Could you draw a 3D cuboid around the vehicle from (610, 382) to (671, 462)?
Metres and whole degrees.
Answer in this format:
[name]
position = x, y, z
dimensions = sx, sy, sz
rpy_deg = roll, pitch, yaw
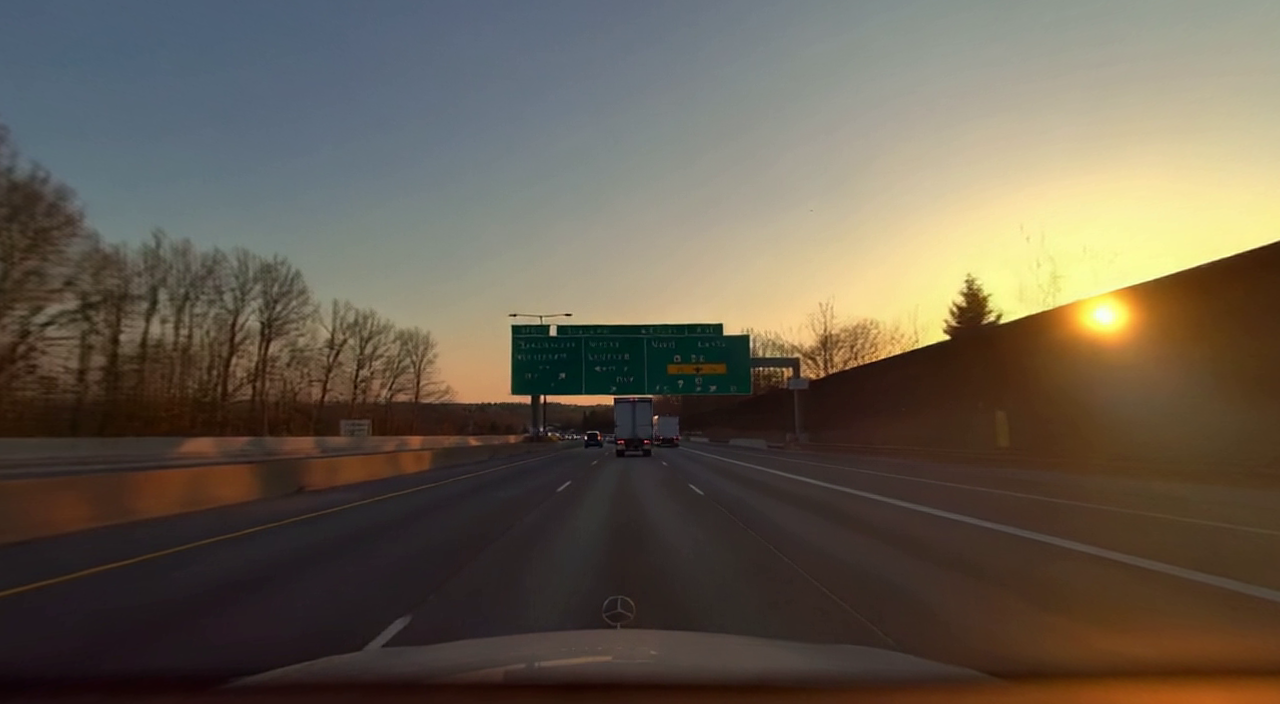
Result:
[vehicle]
position = -0.020, 4.560, 39.440
dimensions = 2.965, 3.972, 16.689
rpy_deg = 0, -8, 0
